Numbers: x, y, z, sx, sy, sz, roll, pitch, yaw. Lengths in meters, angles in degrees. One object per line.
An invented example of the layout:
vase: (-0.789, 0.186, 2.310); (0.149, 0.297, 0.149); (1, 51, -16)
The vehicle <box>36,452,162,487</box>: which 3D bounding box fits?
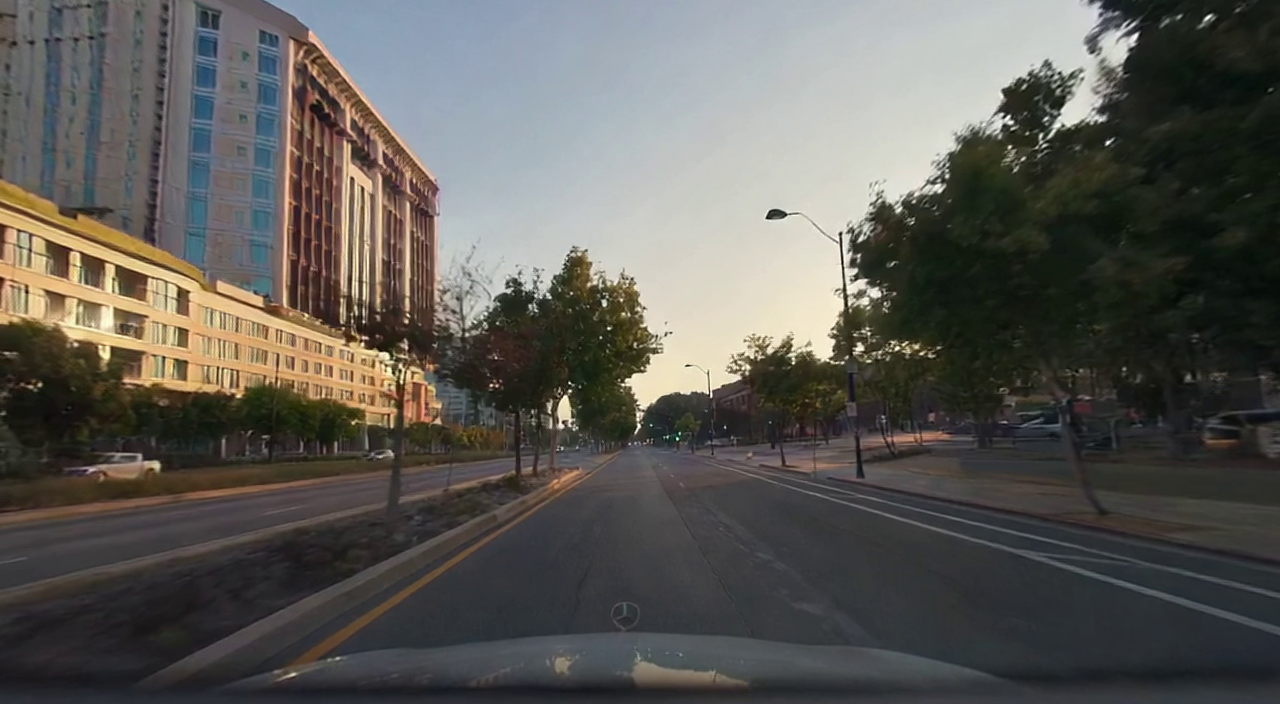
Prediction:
vehicle: (-26.453, 5.735, 31.140); (2.002, 1.568, 4.692); (0, -9, 1)
